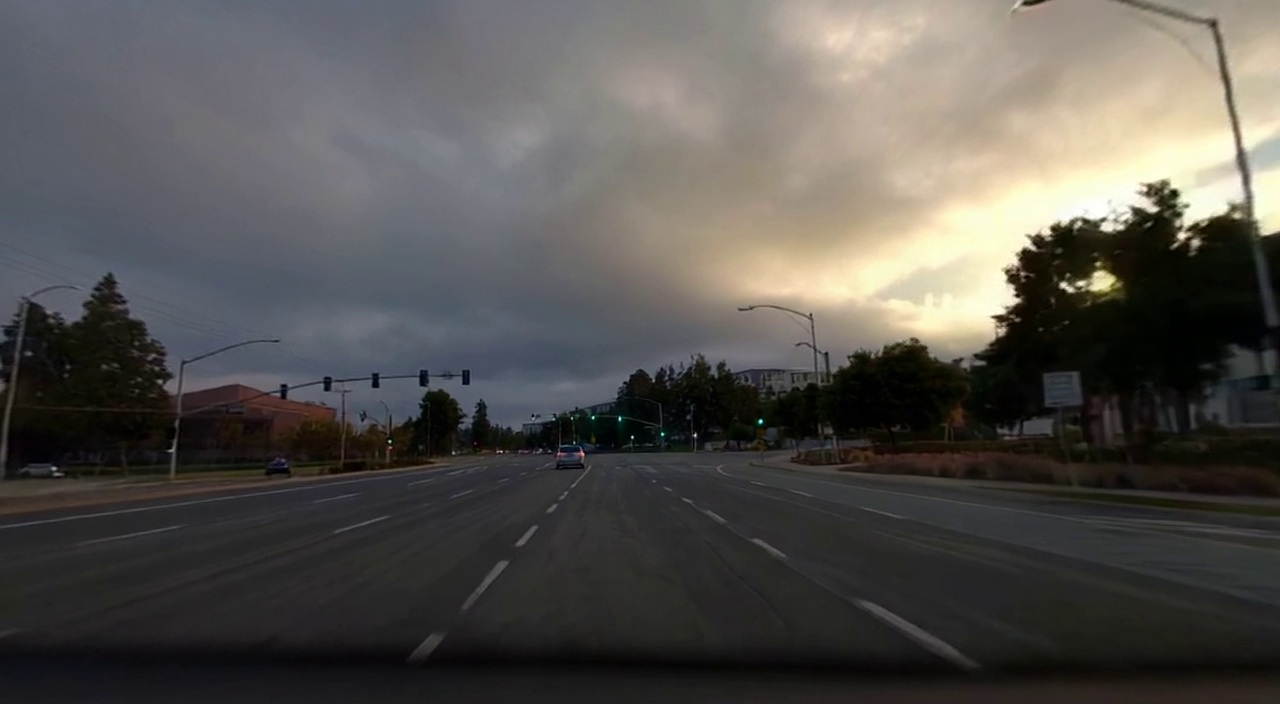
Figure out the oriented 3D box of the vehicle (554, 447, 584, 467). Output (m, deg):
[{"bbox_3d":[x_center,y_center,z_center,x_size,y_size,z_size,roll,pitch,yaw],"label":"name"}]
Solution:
[{"bbox_3d":[-5.535,8.208,49.656,2.073,1.445,4.151,0,-8,-2],"label":"vehicle"}]
